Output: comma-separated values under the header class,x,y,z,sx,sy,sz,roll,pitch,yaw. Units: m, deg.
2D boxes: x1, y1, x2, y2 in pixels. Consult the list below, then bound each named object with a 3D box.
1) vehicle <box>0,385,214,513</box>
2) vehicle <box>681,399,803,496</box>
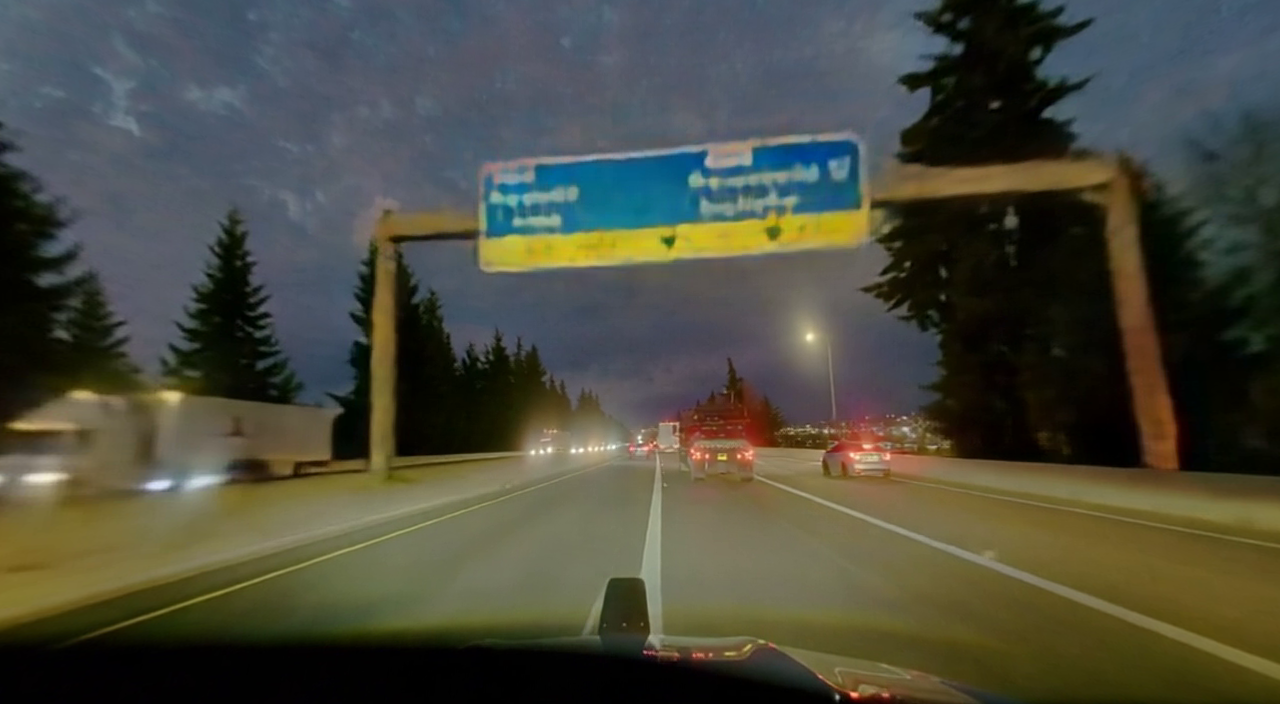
class,x,y,z,sx,sy,sz,roll,pitch,yaw
vehicle,-17.496,3.091,20.420,2.867,3.506,5.874,0,-8,2
vehicle,2.788,2.871,19.169,2.677,2.439,6.402,0,-8,1
